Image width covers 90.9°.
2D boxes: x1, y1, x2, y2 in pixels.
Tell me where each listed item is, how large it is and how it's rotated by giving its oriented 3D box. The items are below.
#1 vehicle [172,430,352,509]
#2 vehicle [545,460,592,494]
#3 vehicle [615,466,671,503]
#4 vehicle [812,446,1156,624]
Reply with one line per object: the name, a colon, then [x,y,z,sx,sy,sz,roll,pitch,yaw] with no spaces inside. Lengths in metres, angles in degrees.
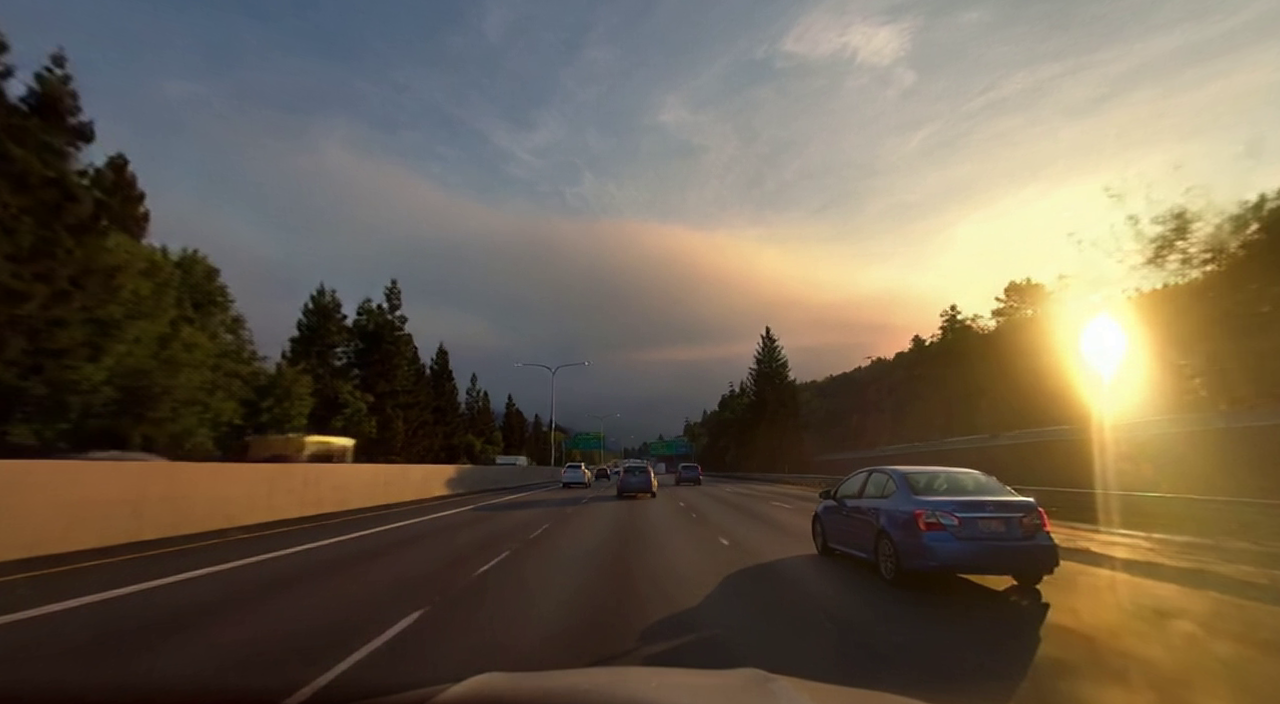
vehicle: [-12.119,3.876,20.874,2.405,2.227,5.519,1,-10,0]
vehicle: [-3.884,6.872,34.797,2.021,1.706,4.247,1,-10,1]
vehicle: [0.126,5.676,27.329,2.241,1.425,3.973,1,-10,0]
vehicle: [3.645,2.007,7.658,1.938,1.561,3.786,1,-10,-1]
